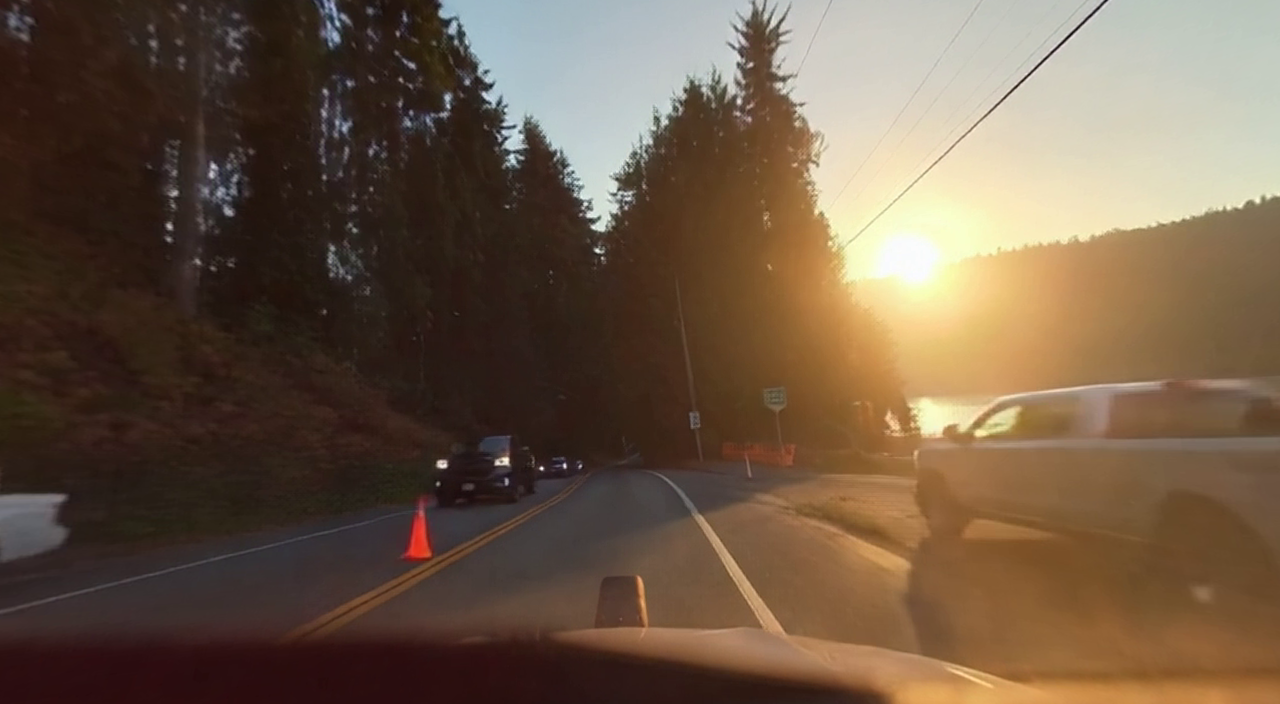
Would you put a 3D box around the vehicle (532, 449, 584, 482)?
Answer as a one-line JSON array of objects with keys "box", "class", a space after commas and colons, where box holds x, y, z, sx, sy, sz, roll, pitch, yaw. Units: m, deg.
[{"box": [-3.843, 5.375, 30.257, 2.032, 1.444, 4.164, 0, -8, -2], "class": "vehicle"}]

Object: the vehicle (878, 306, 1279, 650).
[{"box": [5.189, 1.143, 6.412, 2.845, 2.053, 6.457, 0, -8, -2], "class": "vehicle"}]

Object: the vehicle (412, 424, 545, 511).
[{"box": [-4.079, 3.021, 17.035, 2.221, 1.969, 5.153, 0, -8, 0], "class": "vehicle"}]
